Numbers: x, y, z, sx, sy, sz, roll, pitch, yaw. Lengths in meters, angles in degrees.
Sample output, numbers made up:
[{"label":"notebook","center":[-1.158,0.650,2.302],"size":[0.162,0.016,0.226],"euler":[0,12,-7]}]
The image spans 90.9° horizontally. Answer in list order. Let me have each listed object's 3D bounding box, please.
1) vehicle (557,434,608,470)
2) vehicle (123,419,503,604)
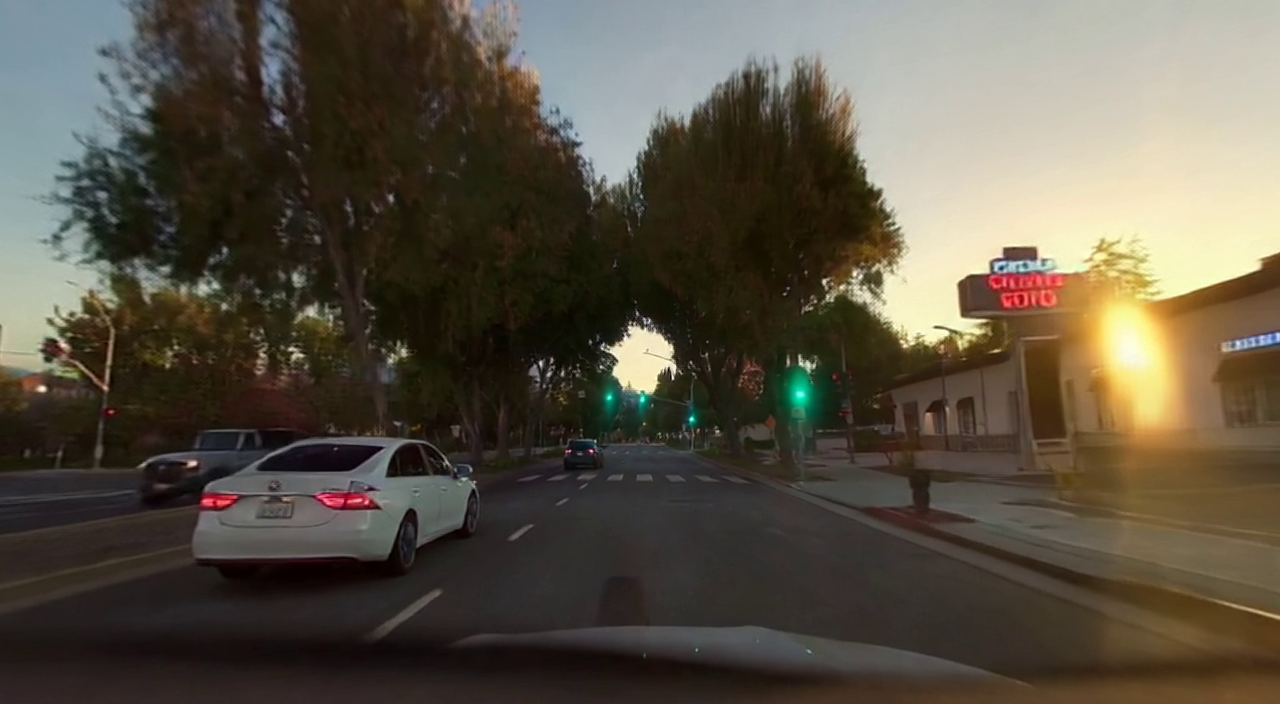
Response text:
[{"label":"vehicle","center":[-2.882,5.127,32.518],"size":[2.109,1.692,4.220],"euler":[0,-8,1]},{"label":"vehicle","center":[-3.128,1.609,7.349],"size":[2.018,1.477,4.401],"euler":[0,-8,1]}]
